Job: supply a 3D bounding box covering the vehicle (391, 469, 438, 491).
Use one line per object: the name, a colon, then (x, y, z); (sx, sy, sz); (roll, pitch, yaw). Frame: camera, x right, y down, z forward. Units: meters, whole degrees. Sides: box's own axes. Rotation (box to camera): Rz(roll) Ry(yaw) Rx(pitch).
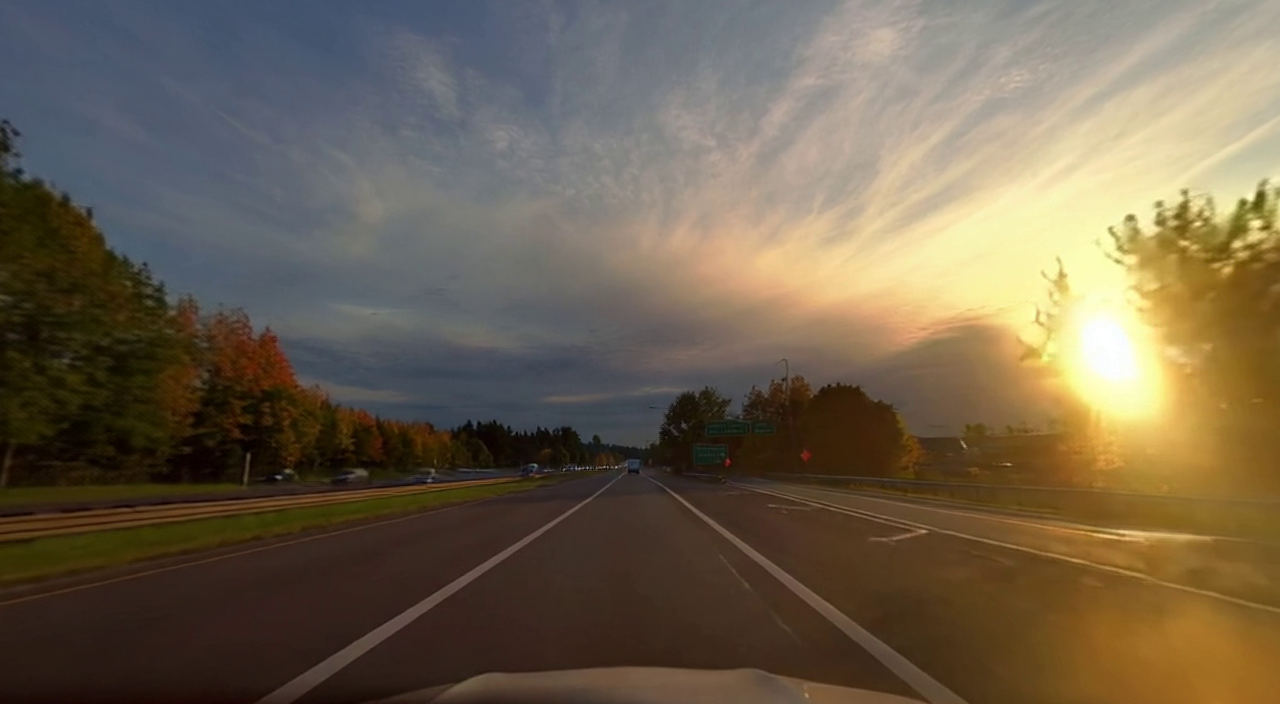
vehicle: (-16.548, 9.403, 46.436); (1.791, 1.452, 4.326); (1, -11, 0)
